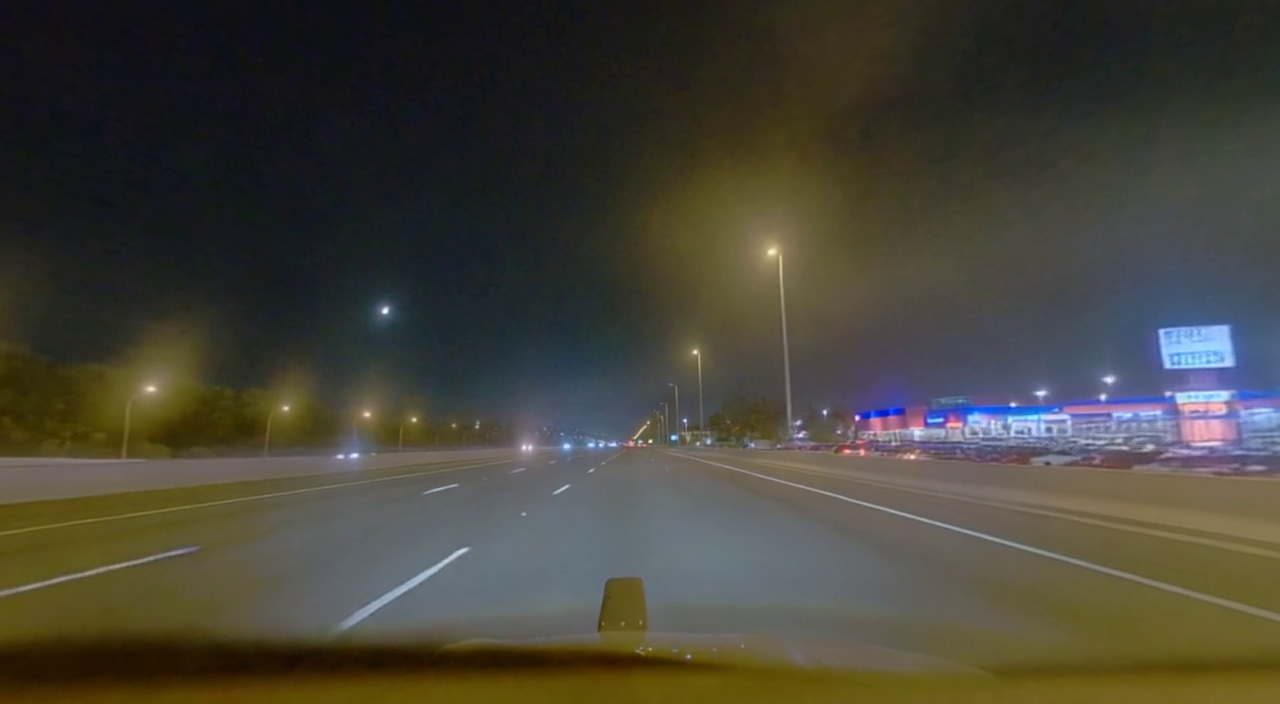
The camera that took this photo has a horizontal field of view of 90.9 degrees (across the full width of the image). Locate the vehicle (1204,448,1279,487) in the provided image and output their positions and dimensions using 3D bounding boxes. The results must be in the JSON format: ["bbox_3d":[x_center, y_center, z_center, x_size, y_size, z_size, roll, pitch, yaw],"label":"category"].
[{"bbox_3d":[35.046,6.349,34.906,5.369,2.011,2.213,0,-8,0],"label":"vehicle"}]
